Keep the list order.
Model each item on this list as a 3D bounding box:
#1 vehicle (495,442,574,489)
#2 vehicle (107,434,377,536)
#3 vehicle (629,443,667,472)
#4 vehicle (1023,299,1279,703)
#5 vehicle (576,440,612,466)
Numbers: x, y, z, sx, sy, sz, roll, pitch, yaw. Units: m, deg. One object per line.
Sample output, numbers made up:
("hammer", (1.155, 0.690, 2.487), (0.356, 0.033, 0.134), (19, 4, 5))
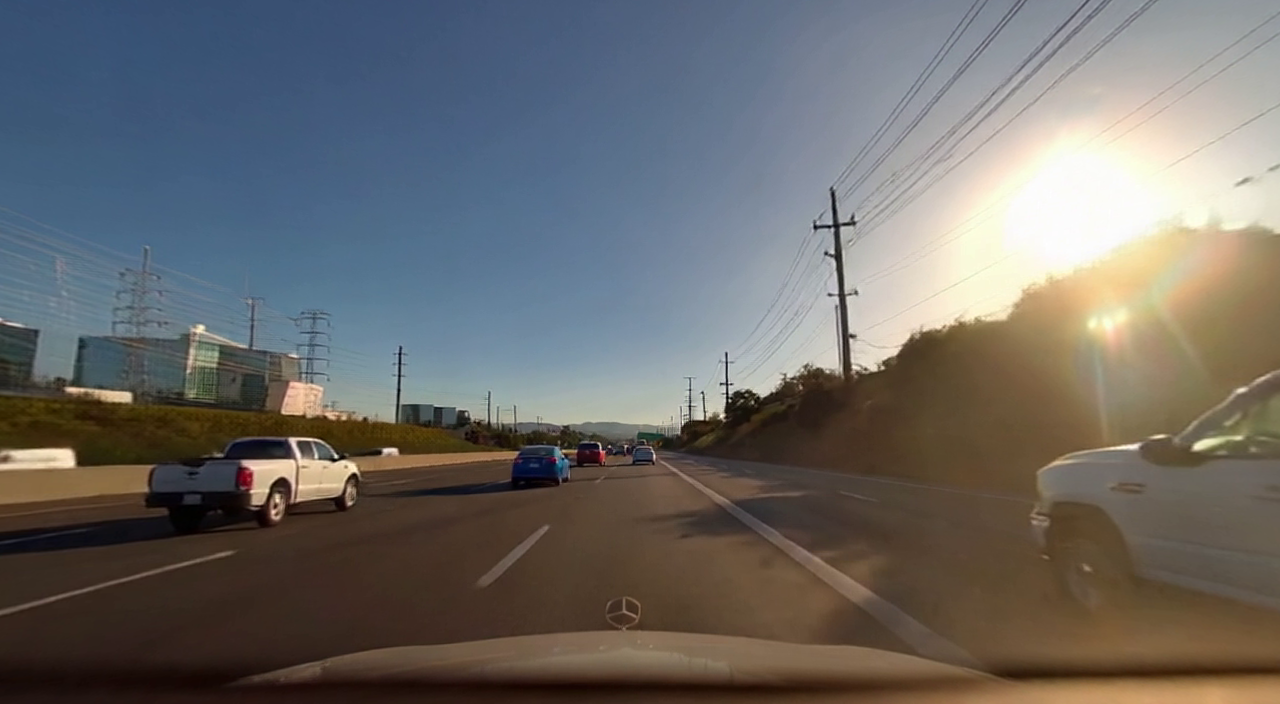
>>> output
("vehicle", (-3.499, 3.836, 21.686), (1.938, 1.444, 4.206), (0, -8, 1))
("vehicle", (-6.893, 2.325, 11.775), (1.959, 1.496, 4.740), (0, -8, 0))
("vehicle", (0.455, 5.895, 35.542), (2.030, 1.471, 4.115), (0, -8, 1))
("vehicle", (4.017, 0.610, 2.071), (2.231, 1.919, 5.086), (0, -8, -1))
("vehicle", (-3.219, 7.170, 45.160), (2.244, 1.752, 4.439), (0, -8, 1))
